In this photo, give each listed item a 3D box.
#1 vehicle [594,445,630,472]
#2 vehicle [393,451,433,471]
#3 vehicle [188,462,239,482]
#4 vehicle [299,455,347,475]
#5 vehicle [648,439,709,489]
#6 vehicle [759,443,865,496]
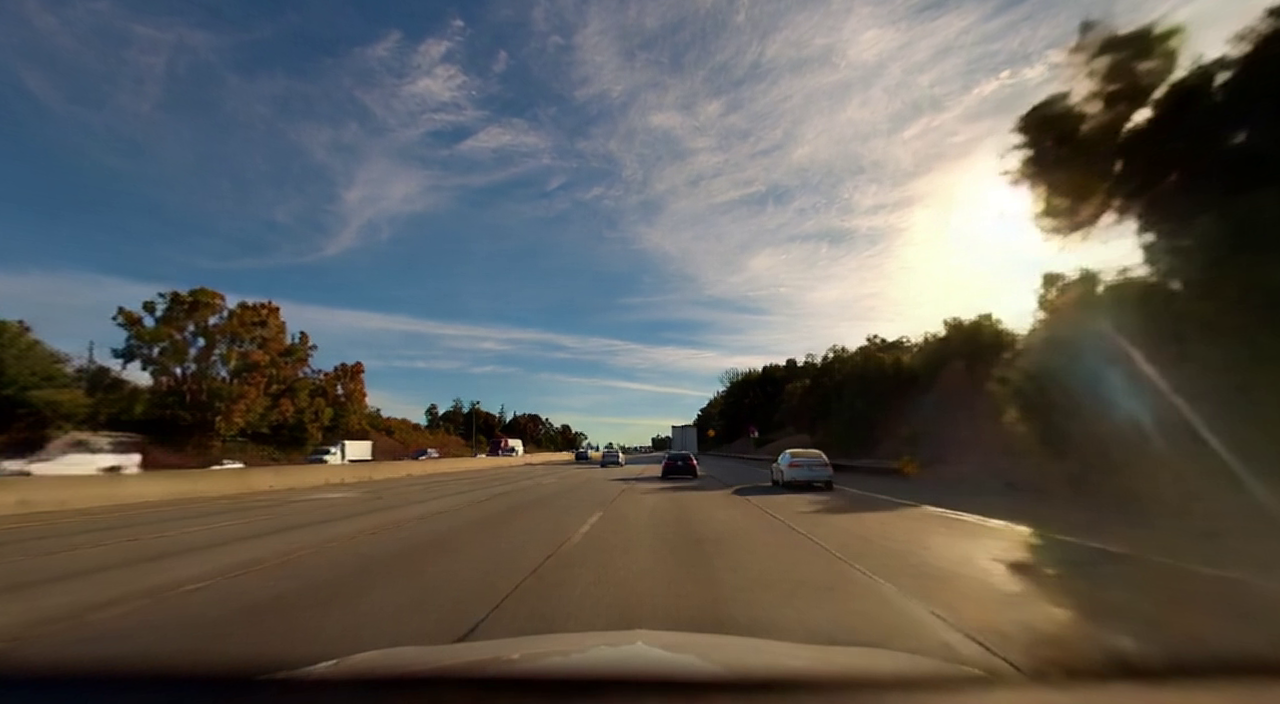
[{"bbox_3d":[-1.826,7.216,42.935,1.988,1.696,4.754,-1,-9,3],"label":"vehicle"},{"bbox_3d":[-16.129,7.725,45.015,1.503,1.364,3.224,-1,-9,4],"label":"vehicle"},{"bbox_3d":[-31.978,8.985,47.405,1.427,1.302,3.196,-1,-9,4],"label":"vehicle"},{"bbox_3d":[-23.393,8.348,46.706,1.637,1.402,3.406,-1,-9,3],"label":"vehicle"},{"bbox_3d":[1.391,4.238,24.192,2.103,1.717,4.399,0,-9,2],"label":"vehicle"},{"bbox_3d":[5.248,3.646,20.039,2.146,1.482,4.665,0,-9,1],"label":"vehicle"}]
